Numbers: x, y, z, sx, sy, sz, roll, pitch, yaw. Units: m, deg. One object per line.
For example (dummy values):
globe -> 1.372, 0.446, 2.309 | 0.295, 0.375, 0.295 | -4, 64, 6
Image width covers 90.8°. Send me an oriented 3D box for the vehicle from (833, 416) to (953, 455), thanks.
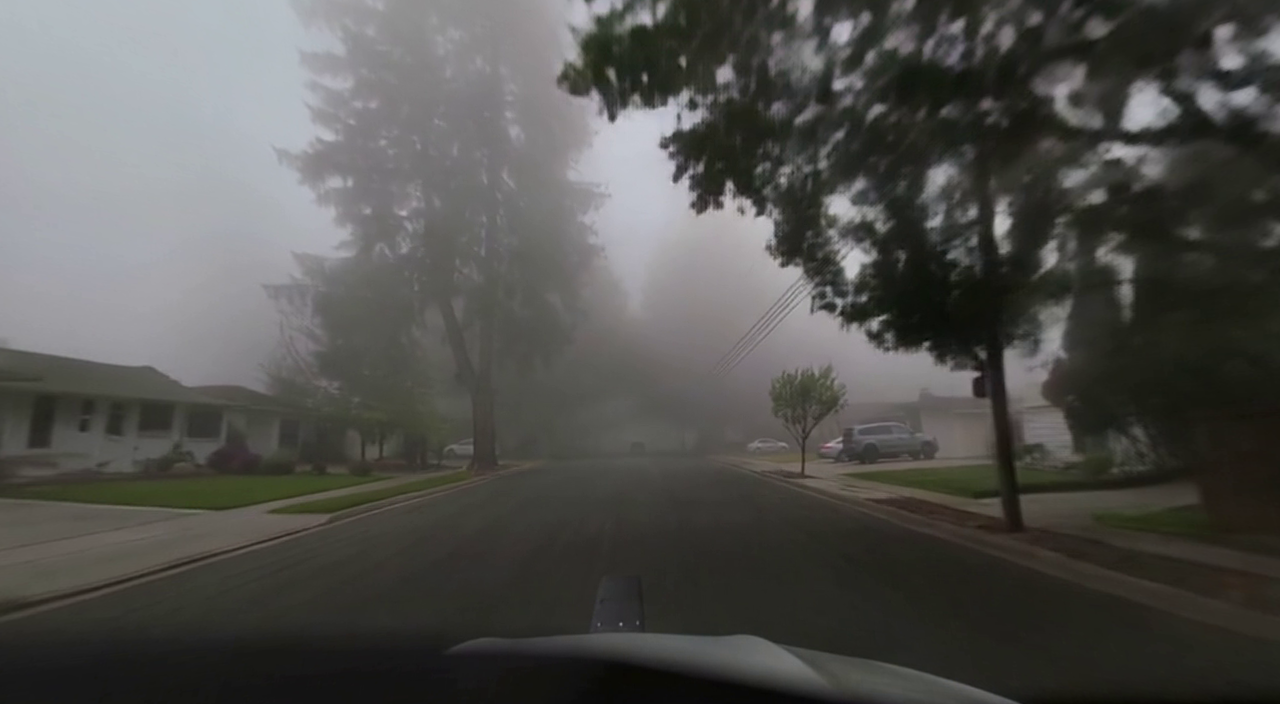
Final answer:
vehicle -> 12.813, 4.260, 32.296 | 5.049, 1.845, 2.327 | -1, -8, 0
